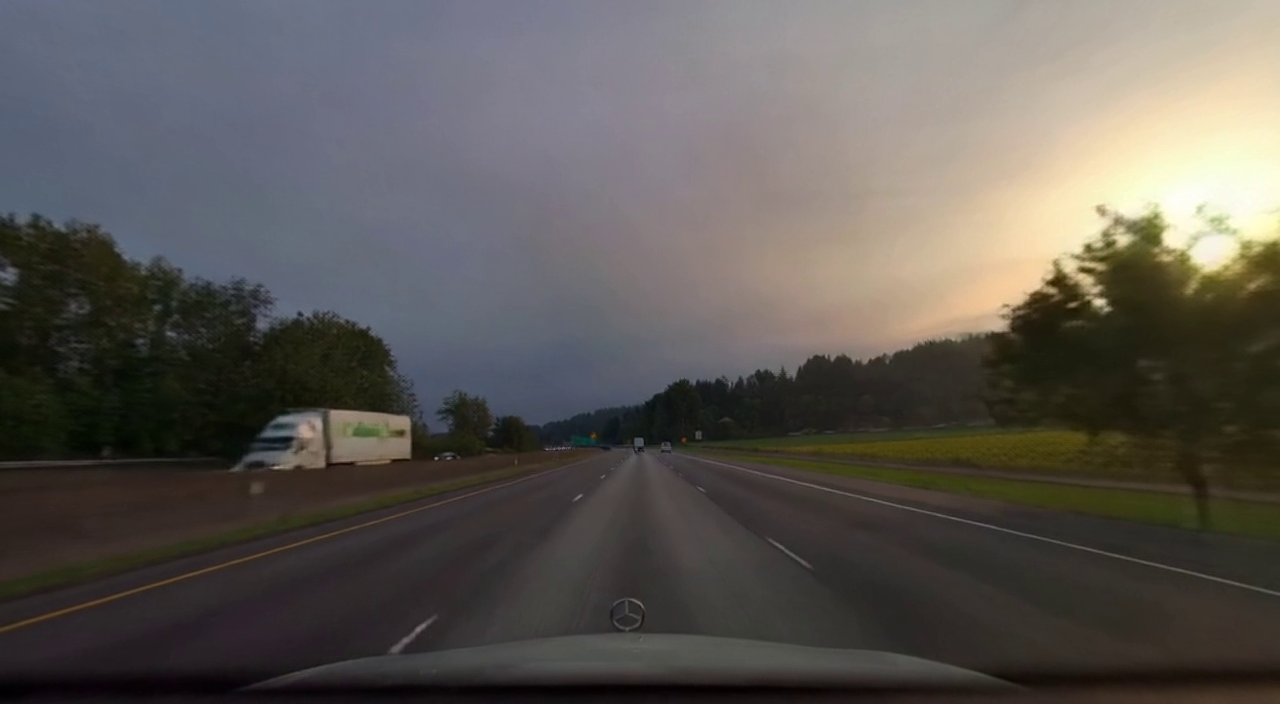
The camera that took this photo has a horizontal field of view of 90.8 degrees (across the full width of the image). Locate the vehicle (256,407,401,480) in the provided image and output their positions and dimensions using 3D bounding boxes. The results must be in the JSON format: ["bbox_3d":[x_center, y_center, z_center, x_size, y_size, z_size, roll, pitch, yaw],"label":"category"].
[{"bbox_3d":[-19.163,5.880,40.181,3.069,3.882,11.694,0,-9,1],"label":"vehicle"}]
